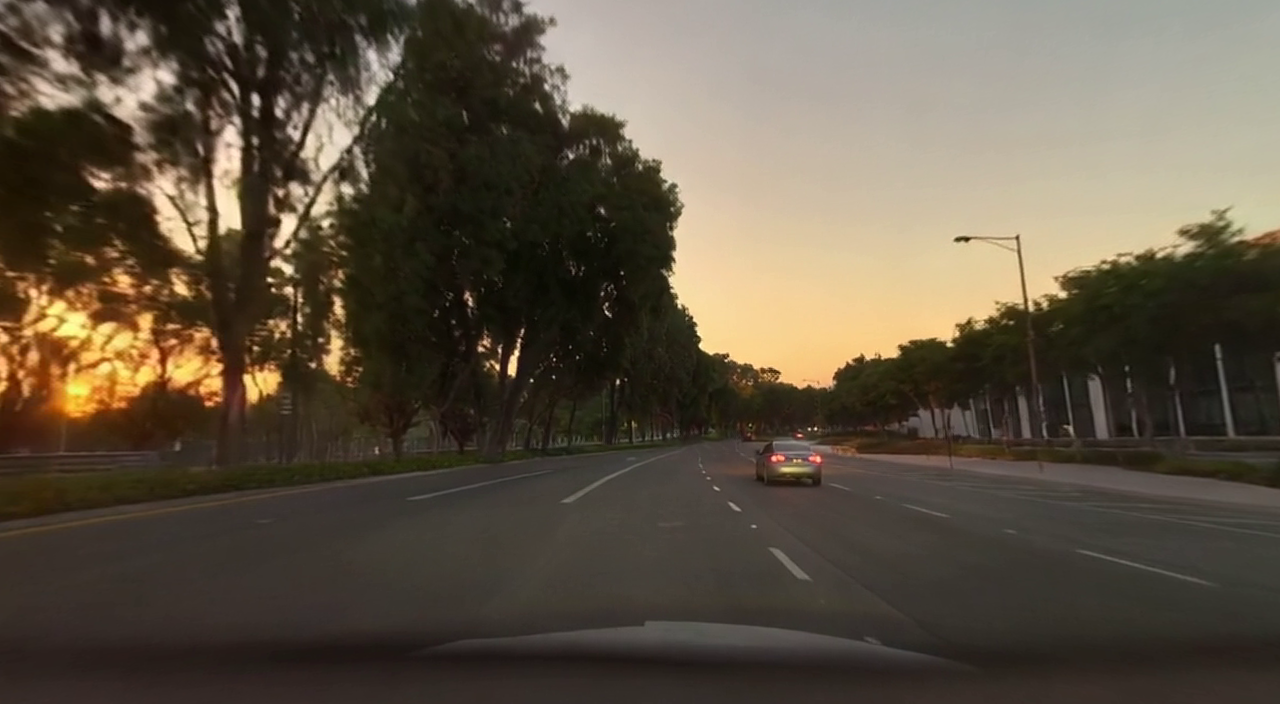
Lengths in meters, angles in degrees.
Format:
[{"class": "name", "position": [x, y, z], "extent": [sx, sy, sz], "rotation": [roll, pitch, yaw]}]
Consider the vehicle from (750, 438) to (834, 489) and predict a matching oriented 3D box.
[{"class": "vehicle", "position": [4.898, 3.641, 20.990], "extent": [1.928, 1.481, 4.453], "rotation": [-1, -8, 4]}]
